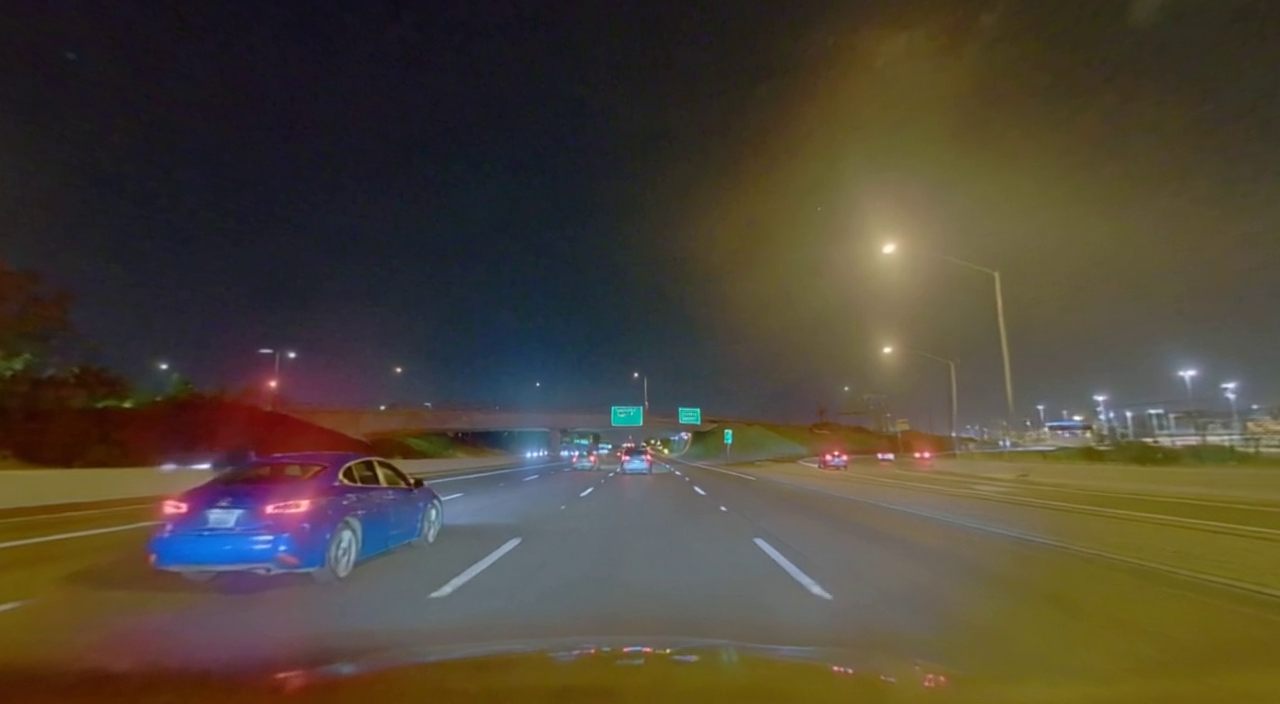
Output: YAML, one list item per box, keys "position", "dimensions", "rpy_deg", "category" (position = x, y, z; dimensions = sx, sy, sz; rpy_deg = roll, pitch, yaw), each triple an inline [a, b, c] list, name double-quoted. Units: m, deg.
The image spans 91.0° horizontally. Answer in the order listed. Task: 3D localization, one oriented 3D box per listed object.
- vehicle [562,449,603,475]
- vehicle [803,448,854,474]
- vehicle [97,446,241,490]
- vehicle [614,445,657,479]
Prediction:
- position: [-3.601, 7.020, 40.283]
  dimensions: [2.071, 1.553, 4.388]
  rpy_deg: [0, -9, 2]
  category: "vehicle"
- position: [13.720, 7.953, 46.143]
  dimensions: [2.246, 1.760, 4.640]
  rpy_deg: [0, -9, -1]
  category: "vehicle"
- position: [-18.753, 4.621, 25.424]
  dimensions: [2.210, 1.597, 4.597]
  rpy_deg: [0, -9, 0]
  category: "vehicle"
- position: [-0.191, 5.757, 33.149]
  dimensions: [2.102, 1.692, 4.057]
  rpy_deg: [0, -9, 1]
  category: "vehicle"
